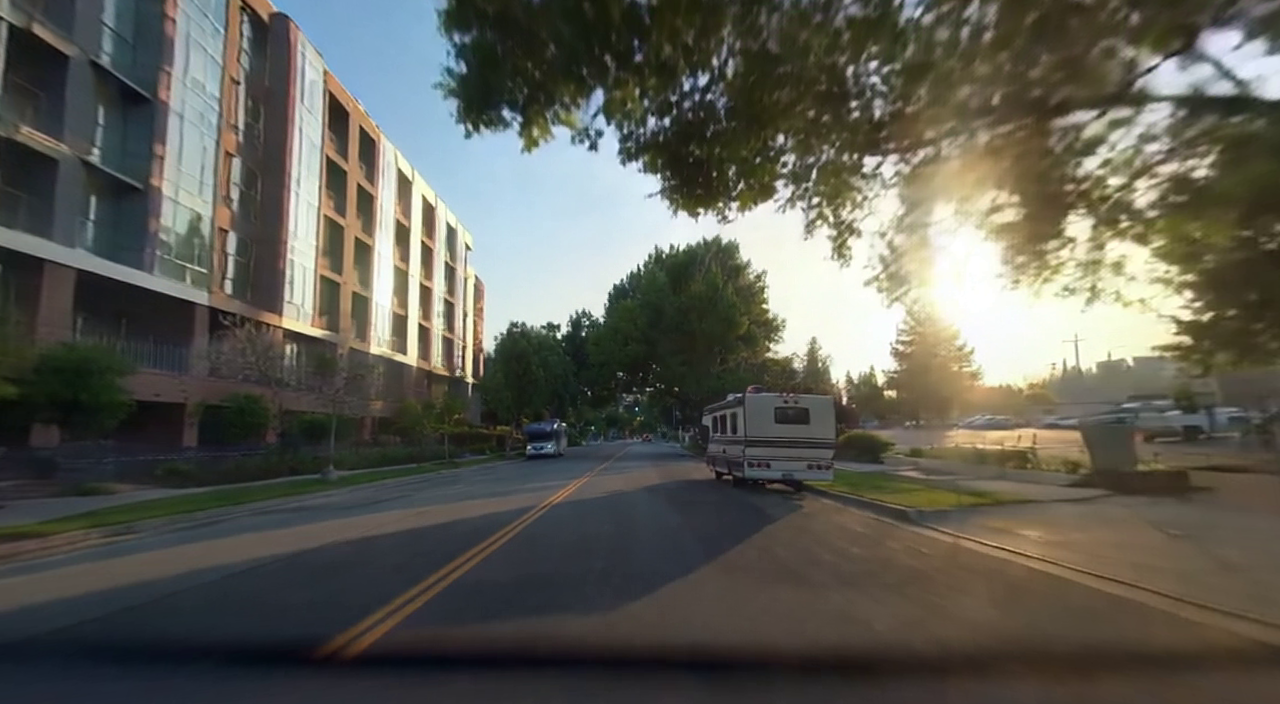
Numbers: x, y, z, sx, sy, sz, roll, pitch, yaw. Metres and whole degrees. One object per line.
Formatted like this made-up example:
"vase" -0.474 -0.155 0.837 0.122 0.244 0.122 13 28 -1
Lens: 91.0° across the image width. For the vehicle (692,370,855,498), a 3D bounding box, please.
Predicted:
"vehicle" 3.675 2.559 20.023 3.074 3.099 8.805 1 -7 -1
